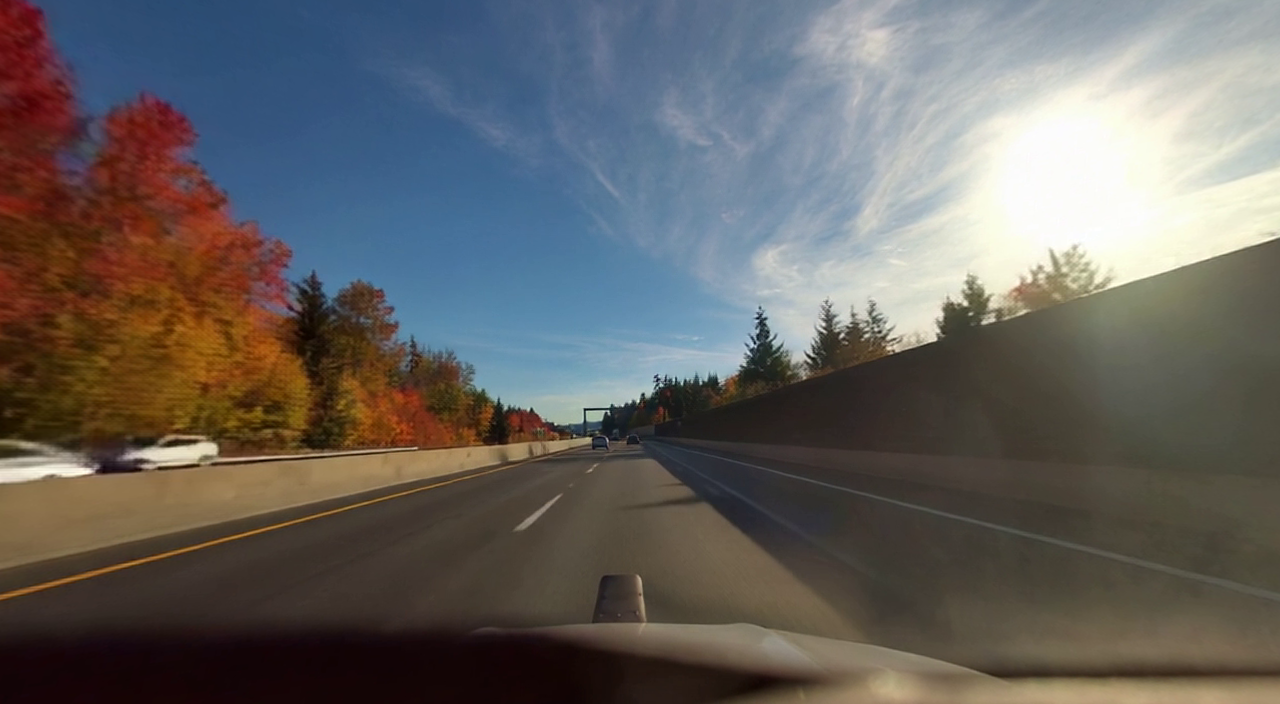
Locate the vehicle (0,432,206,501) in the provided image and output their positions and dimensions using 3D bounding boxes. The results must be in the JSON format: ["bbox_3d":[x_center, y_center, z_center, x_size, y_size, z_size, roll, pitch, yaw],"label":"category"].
[{"bbox_3d":[-16.190,3.378,19.239,1.997,1.795,5.328,0,-8,0],"label":"vehicle"}]
